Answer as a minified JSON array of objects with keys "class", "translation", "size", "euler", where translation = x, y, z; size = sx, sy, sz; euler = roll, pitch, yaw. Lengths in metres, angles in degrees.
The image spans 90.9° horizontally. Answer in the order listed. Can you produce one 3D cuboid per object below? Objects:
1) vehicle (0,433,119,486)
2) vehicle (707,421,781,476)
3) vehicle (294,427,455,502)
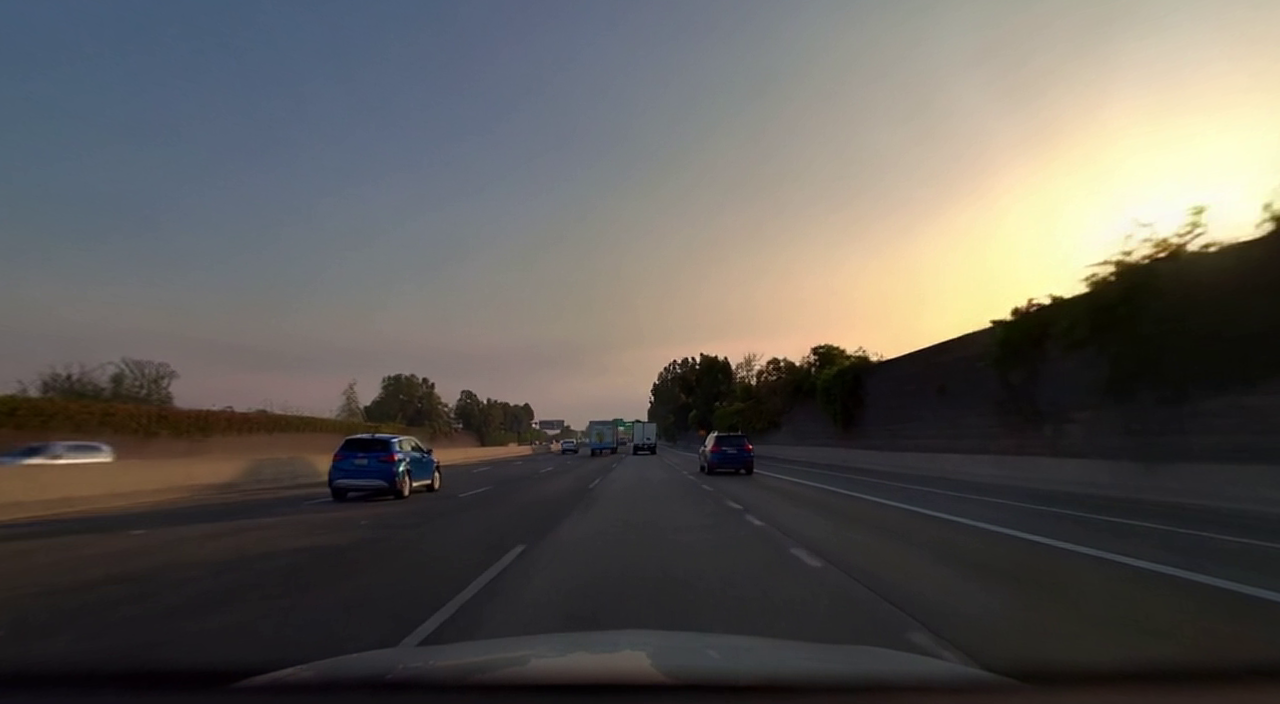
[{"class":"vehicle","translation":[-20.706,3.626,21.583],"size":[1.994,1.618,4.288],"euler":[0,-8,1]},{"class":"vehicle","translation":[4.424,4.225,27.772],"size":[2.408,2.210,4.999],"euler":[0,-8,0]},{"class":"vehicle","translation":[-7.071,3.036,17.540],"size":[2.289,1.774,4.871],"euler":[0,-8,1]}]
